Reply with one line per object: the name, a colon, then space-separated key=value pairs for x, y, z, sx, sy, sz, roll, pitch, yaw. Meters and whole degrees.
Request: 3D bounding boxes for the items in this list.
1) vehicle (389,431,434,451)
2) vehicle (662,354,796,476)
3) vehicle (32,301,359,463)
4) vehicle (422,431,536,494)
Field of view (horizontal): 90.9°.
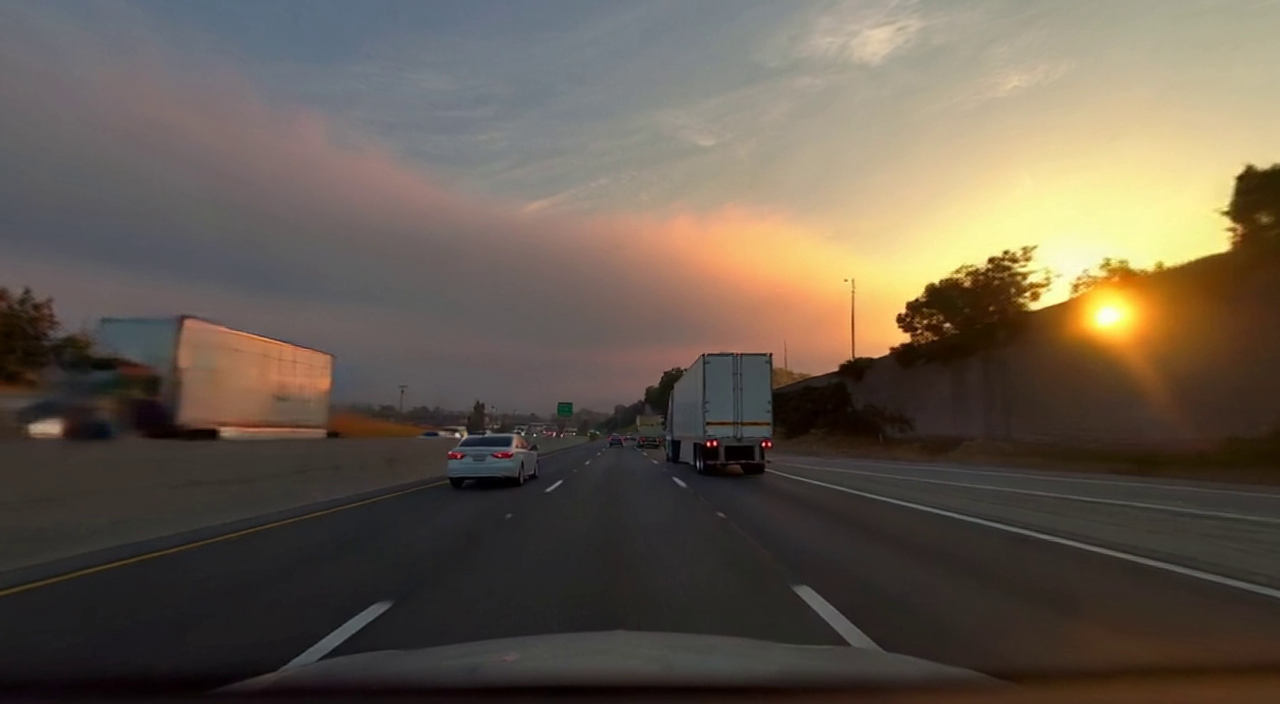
vehicle: x=-17.174 y=6.706 z=47.530 sx=1.806 sy=1.429 sz=4.397 roll=0 pitch=-8 yaw=-1
vehicle: x=3.215 y=3.017 z=28.113 sx=3.241 sy=4.042 sz=14.292 roll=0 pitch=-8 yaw=-3
vehicle: x=-12.282 y=1.313 z=19.295 sx=2.938 sy=3.692 sz=9.880 roll=0 pitch=-8 yaw=-1
vehicle: x=-4.106 y=2.862 z=16.874 sx=1.971 sy=1.444 sz=4.401 roll=0 pitch=-8 yaw=-1
